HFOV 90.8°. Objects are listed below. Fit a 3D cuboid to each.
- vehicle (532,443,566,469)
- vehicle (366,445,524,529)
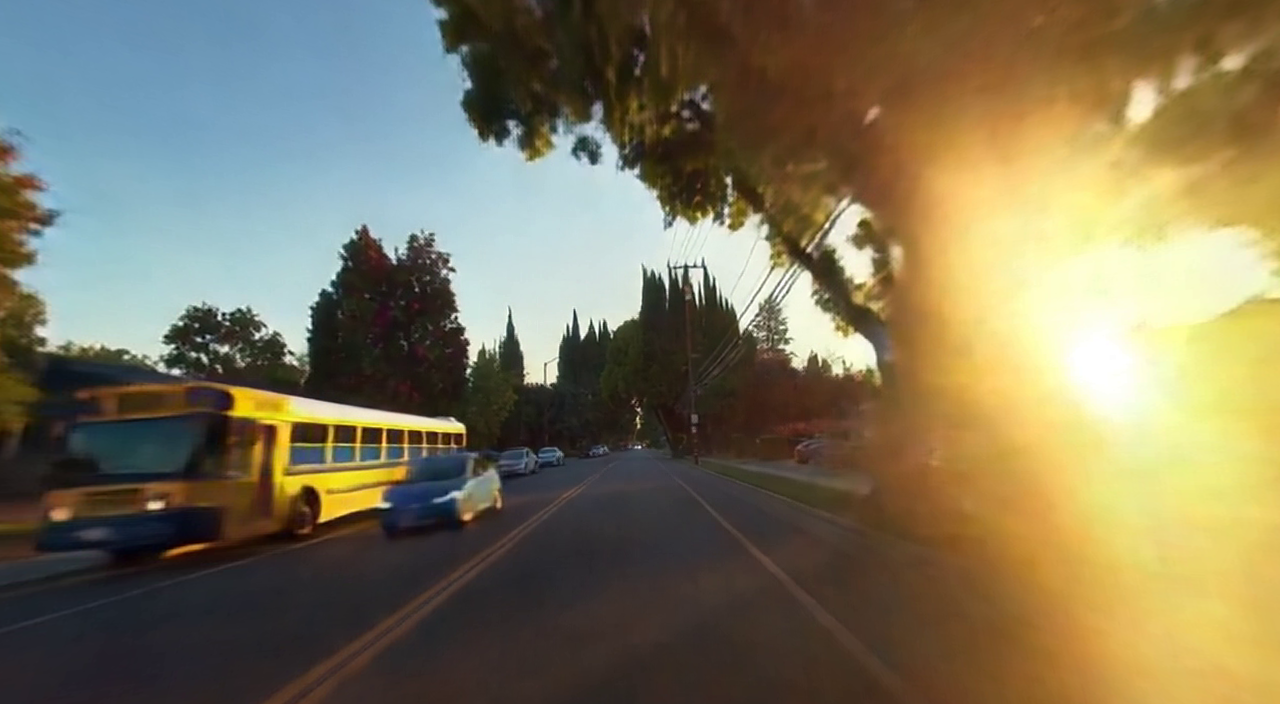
[{"bbox_3d":[-6.869,7.916,48.267,1.923,1.687,4.511,-4,-8,-1],"label":"vehicle"},{"bbox_3d":[-3.955,2.788,13.704,2.033,1.502,4.240,0,-9,0],"label":"vehicle"}]
